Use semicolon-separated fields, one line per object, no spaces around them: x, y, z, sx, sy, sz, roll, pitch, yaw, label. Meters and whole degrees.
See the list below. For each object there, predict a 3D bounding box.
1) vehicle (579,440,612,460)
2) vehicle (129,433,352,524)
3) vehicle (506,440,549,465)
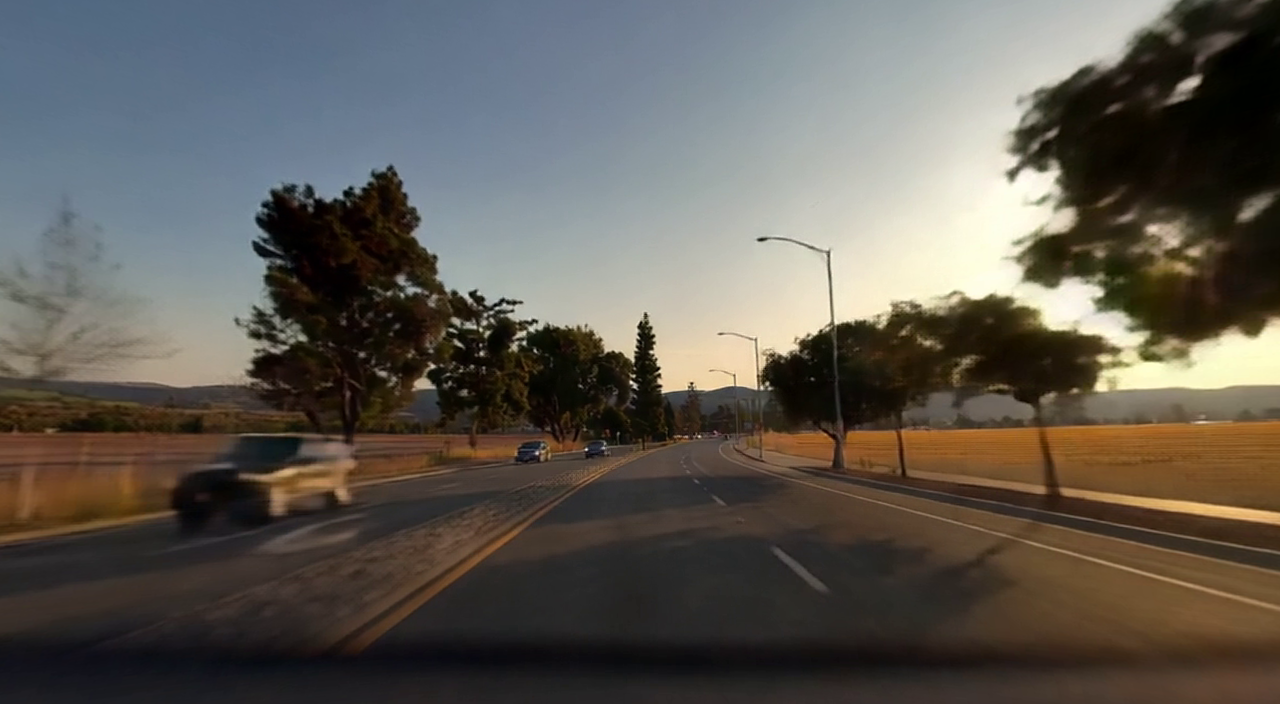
-3.403;7.542;48.808;1.989;1.461;4.081;-1;-8;4;vehicle
-8.469;2.687;14.019;2.058;1.680;4.315;0;-8;1;vehicle
-7.708;6.921;43.695;1.982;1.671;4.431;0;-8;3;vehicle
